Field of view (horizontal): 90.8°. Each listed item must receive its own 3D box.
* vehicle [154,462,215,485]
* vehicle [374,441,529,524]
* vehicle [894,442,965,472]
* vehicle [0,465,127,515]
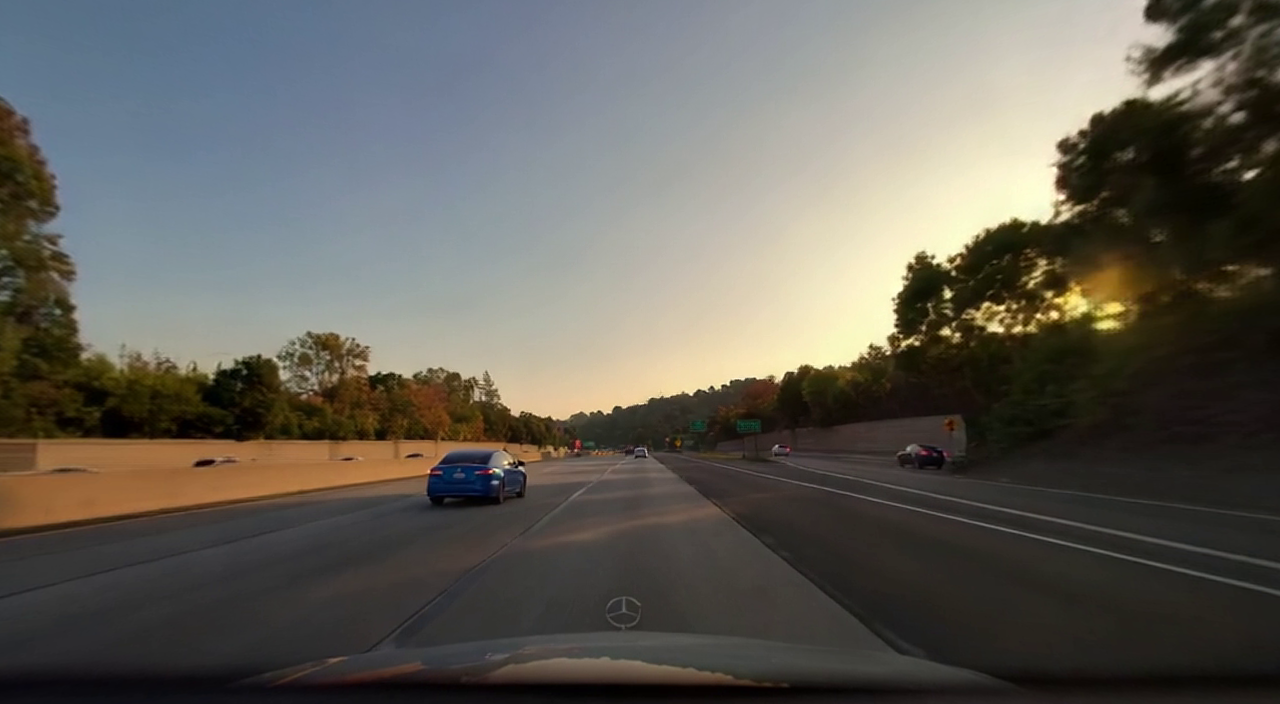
[{"bbox_3d":[-30.767,8.212,42.739,1.655,1.409,3.416,0,-9,-2],"label":"vehicle"},{"bbox_3d":[-3.770,2.675,13.554,1.873,1.438,4.546,-1,-9,1],"label":"vehicle"},{"bbox_3d":[15.154,5.500,33.250,1.805,1.427,4.447,-1,-9,3],"label":"vehicle"},{"bbox_3d":[-19.888,4.592,21.315,1.701,1.412,3.968,0,-9,0],"label":"vehicle"}]
